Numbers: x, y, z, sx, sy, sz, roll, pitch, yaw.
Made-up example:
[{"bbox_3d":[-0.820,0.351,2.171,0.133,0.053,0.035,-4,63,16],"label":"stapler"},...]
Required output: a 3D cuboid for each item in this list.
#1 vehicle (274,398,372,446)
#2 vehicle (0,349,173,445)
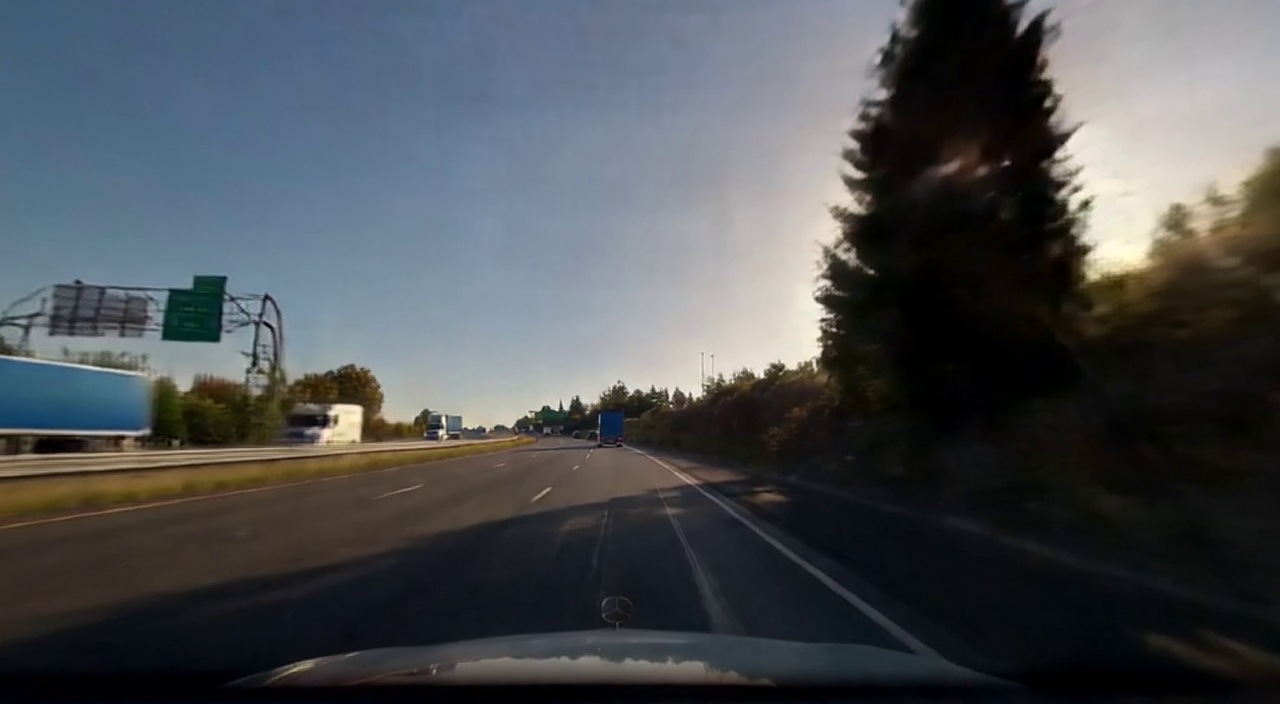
[{"bbox_3d":[-17.330,3.966,34.974,2.197,2.403,6.709,0,-8,-3],"label":"vehicle"},{"bbox_3d":[-24.981,2.239,27.627,2.879,3.613,8.128,0,-8,-2],"label":"vehicle"}]
